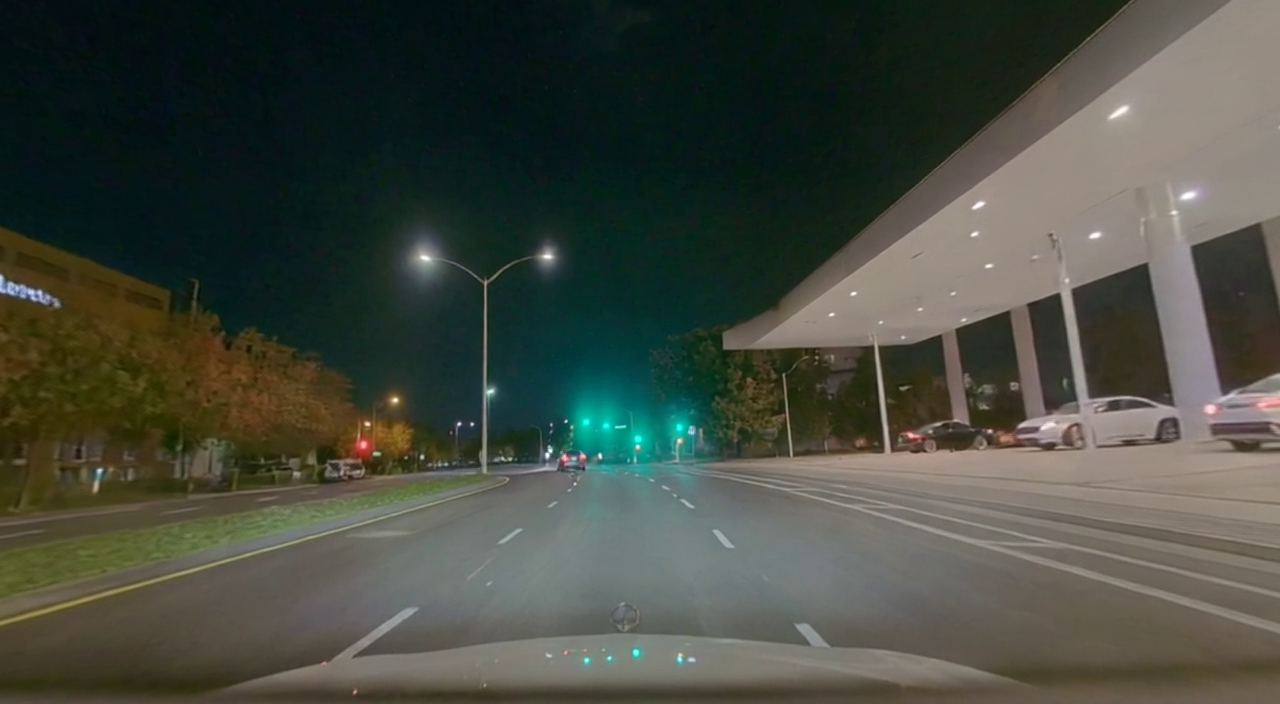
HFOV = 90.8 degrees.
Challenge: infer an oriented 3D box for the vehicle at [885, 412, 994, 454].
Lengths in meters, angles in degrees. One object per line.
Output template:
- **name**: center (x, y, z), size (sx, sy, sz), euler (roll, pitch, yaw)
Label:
- **vehicle**: center (16.731, 4.543, 35.544), size (4.922, 1.749, 2.145), euler (-7, -7, 3)

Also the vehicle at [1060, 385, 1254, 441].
- **vehicle**: center (15.967, 1.934, 19.702), size (4.297, 1.632, 1.977), euler (0, -8, -1)

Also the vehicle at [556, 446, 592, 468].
- **vehicle**: center (-5.203, 8.115, 49.151), size (2.197, 1.642, 4.312), euler (2, -9, -13)
